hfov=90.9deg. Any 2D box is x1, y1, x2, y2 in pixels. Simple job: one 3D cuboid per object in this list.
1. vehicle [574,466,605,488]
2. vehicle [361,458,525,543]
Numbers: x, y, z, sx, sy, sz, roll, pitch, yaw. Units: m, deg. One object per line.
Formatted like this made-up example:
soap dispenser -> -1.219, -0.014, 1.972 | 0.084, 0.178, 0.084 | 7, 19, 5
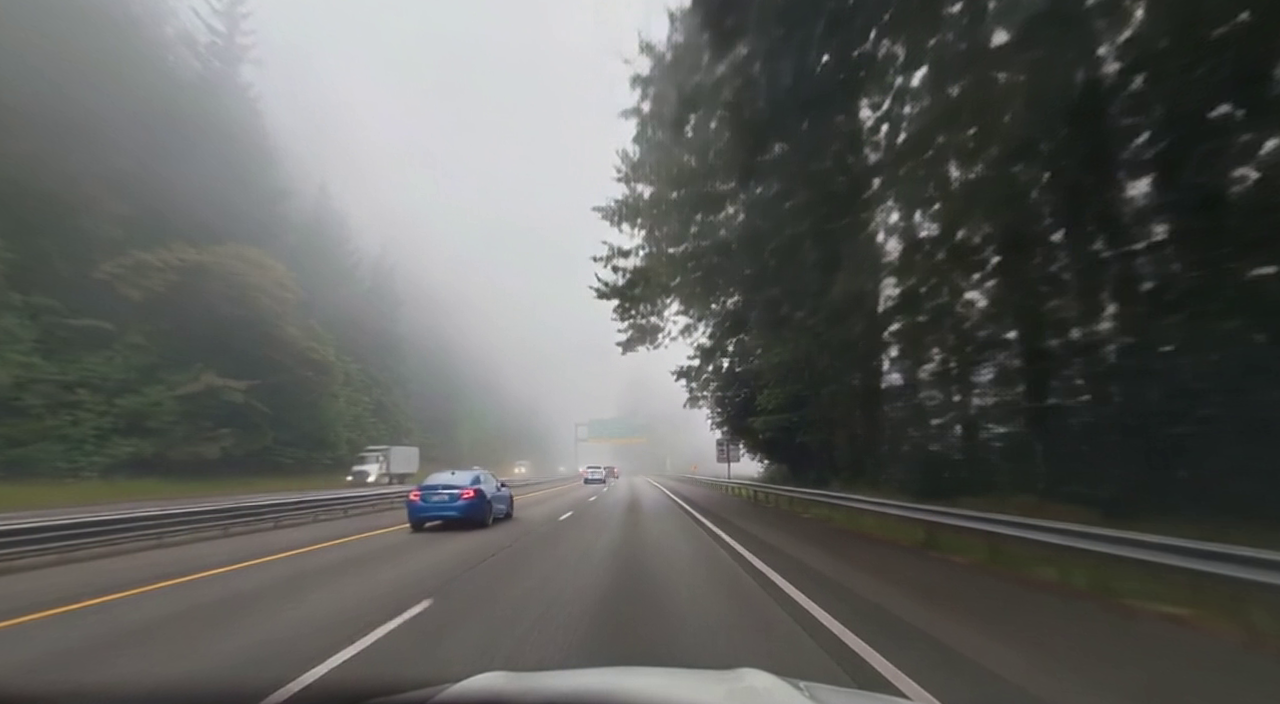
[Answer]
vehicle -> -3.680, 9.241, 46.662 | 1.954, 1.509, 4.094 | 1, -11, 0
vehicle -> -3.943, 3.081, 13.561 | 1.995, 1.467, 4.467 | 1, -10, 1
